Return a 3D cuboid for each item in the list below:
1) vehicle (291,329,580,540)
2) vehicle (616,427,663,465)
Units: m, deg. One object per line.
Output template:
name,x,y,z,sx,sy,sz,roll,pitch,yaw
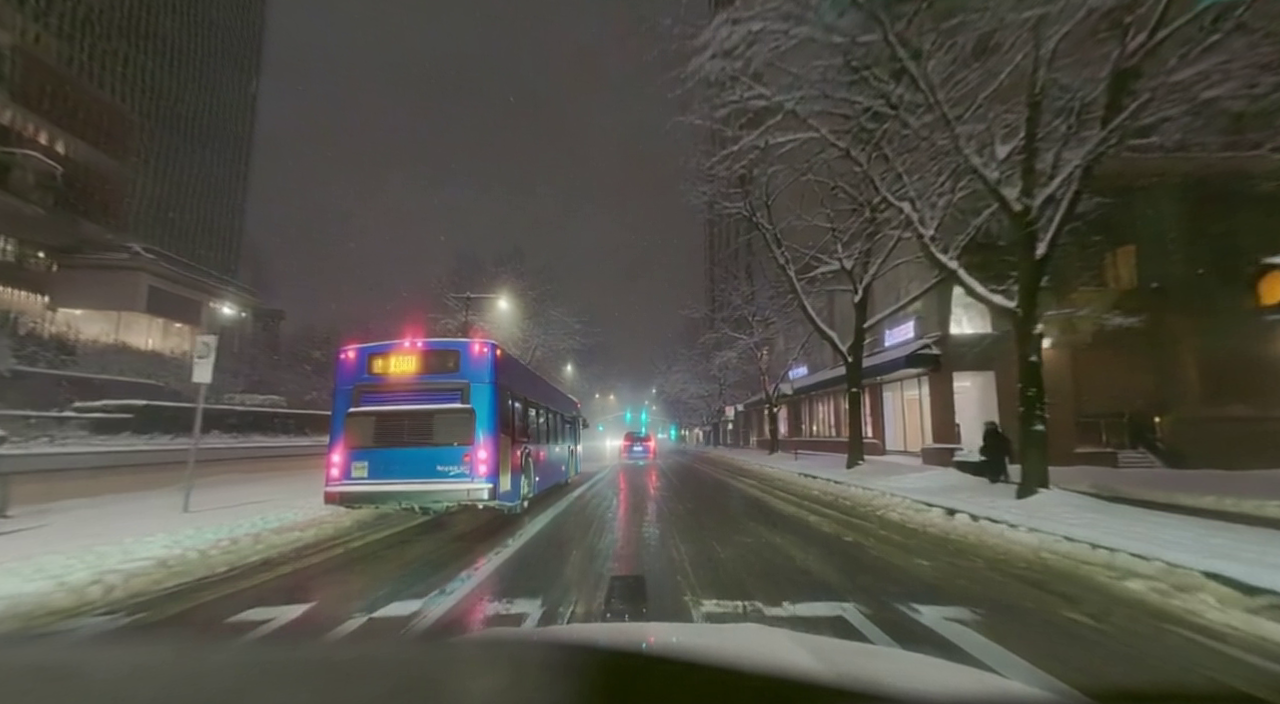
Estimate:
vehicle,-3.194,1.699,12.961,2.920,2.884,8.588,0,-8,1
vehicle,-0.014,4.602,30.944,2.120,1.727,3.917,0,-8,0
